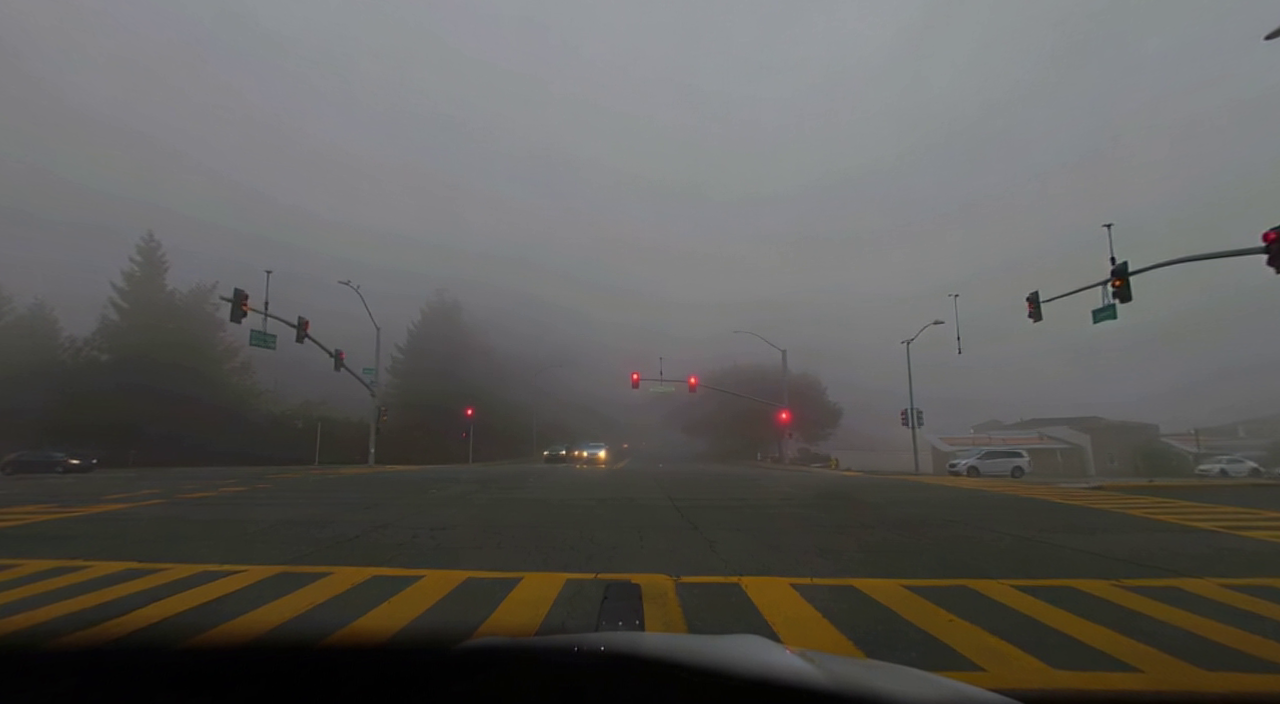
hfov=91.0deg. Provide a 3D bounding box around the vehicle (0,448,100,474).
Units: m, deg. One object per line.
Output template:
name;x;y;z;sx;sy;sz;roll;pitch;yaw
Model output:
vehicle;-35.140;6.430;37.189;4.741;1.447;1.807;0;-9;0

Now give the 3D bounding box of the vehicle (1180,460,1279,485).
vehicle;36.230;7.309;38.301;4.976;1.428;1.929;0;-8;-2

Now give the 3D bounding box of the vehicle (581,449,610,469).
vehicle;-3.455;8.390;49.406;1.908;1.441;4.142;0;-8;1

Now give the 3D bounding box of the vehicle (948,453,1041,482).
vehicle;21.100;6.872;37.586;4.447;1.623;1.801;0;-9;-3
